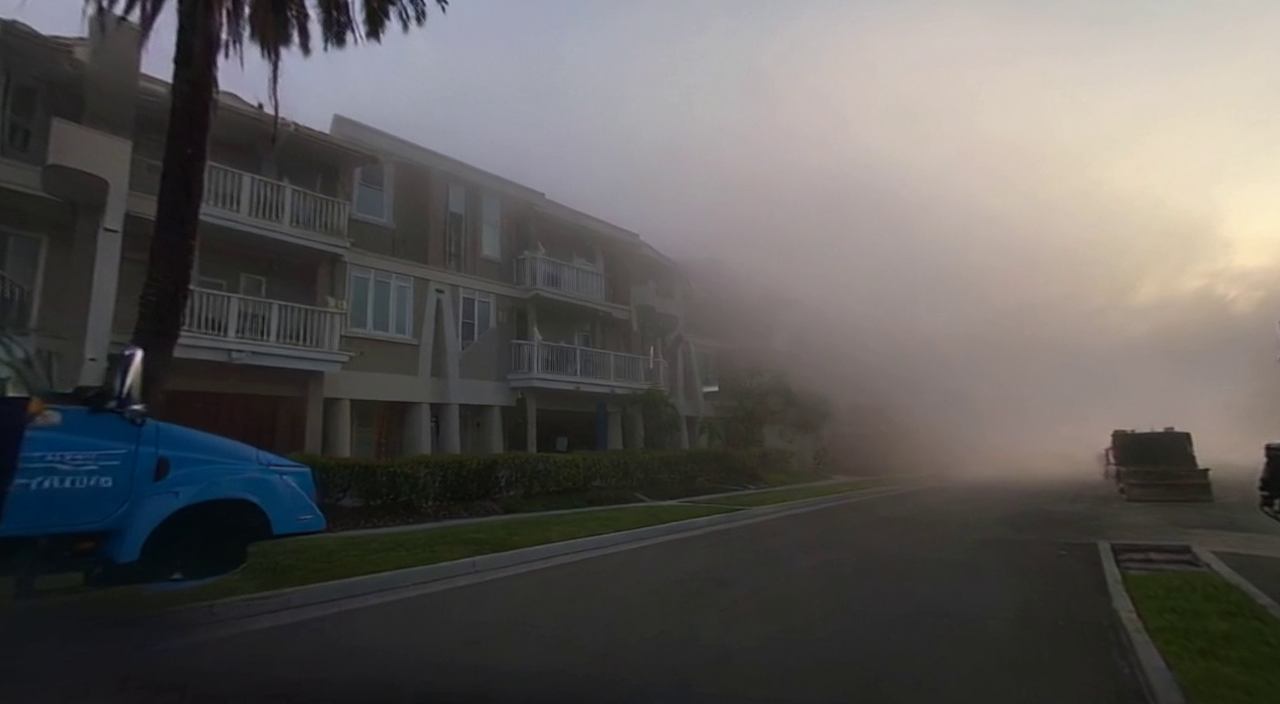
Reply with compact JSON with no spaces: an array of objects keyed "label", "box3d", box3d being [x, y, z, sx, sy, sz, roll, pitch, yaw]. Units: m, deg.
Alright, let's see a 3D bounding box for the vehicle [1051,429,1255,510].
[{"label":"vehicle","box3d":[19.791,4.440,24.767,5.872,2.468,2.864,-2,-8,38]}]
